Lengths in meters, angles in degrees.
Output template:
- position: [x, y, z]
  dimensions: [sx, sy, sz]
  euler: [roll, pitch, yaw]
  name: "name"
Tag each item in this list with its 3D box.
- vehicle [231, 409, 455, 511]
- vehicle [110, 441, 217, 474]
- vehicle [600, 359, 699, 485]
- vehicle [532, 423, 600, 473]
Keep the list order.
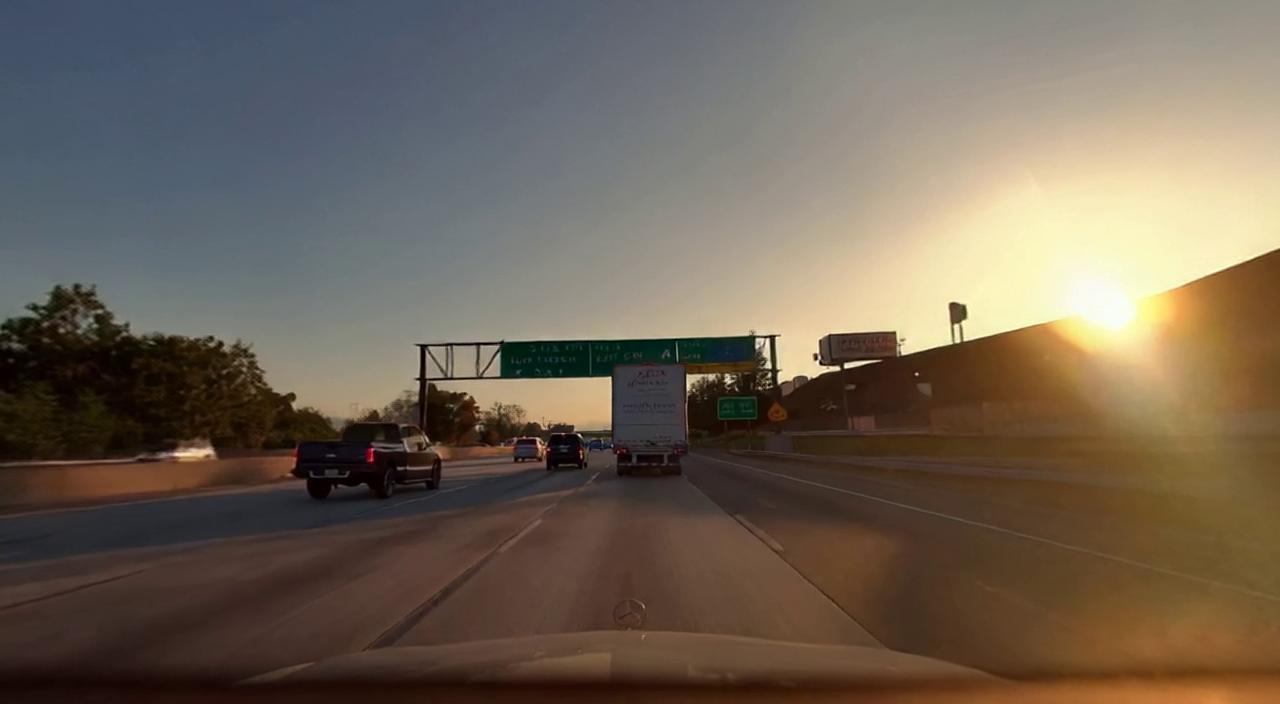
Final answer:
- position: [-6.683, 2.558, 15.350]
  dimensions: [2.479, 1.978, 5.952]
  euler: [0, -9, 1]
  name: "vehicle"
- position: [-24.483, 5.423, 32.652]
  dimensions: [1.936, 1.605, 4.646]
  euler: [0, -9, 0]
  name: "vehicle"
- position: [0.255, 2.824, 24.014]
  dimensions: [2.941, 3.794, 9.851]
  euler: [0, -9, 0]
  name: "vehicle"
- position: [-3.305, 4.485, 29.507]
  dimensions: [2.379, 2.075, 6.169]
  euler: [0, -9, 0]
  name: "vehicle"
